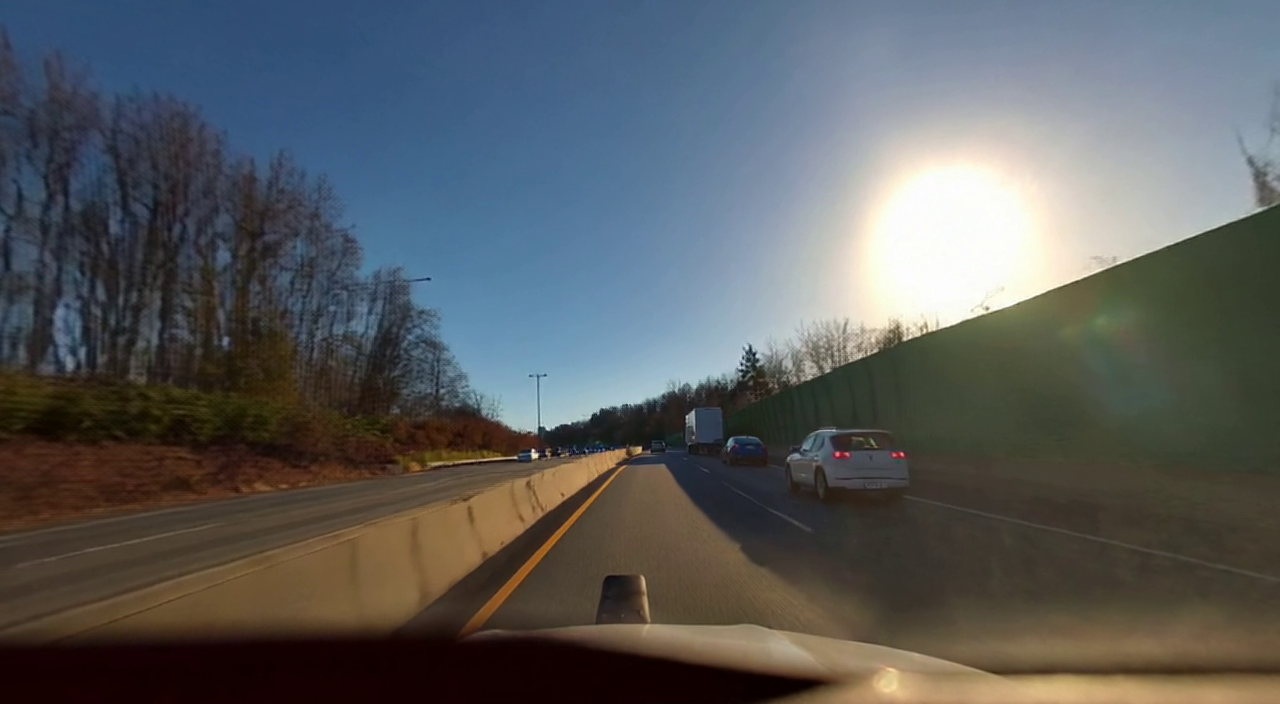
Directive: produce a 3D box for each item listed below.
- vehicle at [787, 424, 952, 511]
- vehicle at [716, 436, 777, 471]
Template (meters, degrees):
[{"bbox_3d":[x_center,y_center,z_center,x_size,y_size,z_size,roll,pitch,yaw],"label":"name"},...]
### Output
[{"bbox_3d":[4.604,2.370,13.377,1.940,1.539,4.005,0,-8,-1],"label":"vehicle"},{"bbox_3d":[4.808,4.642,29.095,2.000,1.473,4.440,0,-8,-1],"label":"vehicle"}]
